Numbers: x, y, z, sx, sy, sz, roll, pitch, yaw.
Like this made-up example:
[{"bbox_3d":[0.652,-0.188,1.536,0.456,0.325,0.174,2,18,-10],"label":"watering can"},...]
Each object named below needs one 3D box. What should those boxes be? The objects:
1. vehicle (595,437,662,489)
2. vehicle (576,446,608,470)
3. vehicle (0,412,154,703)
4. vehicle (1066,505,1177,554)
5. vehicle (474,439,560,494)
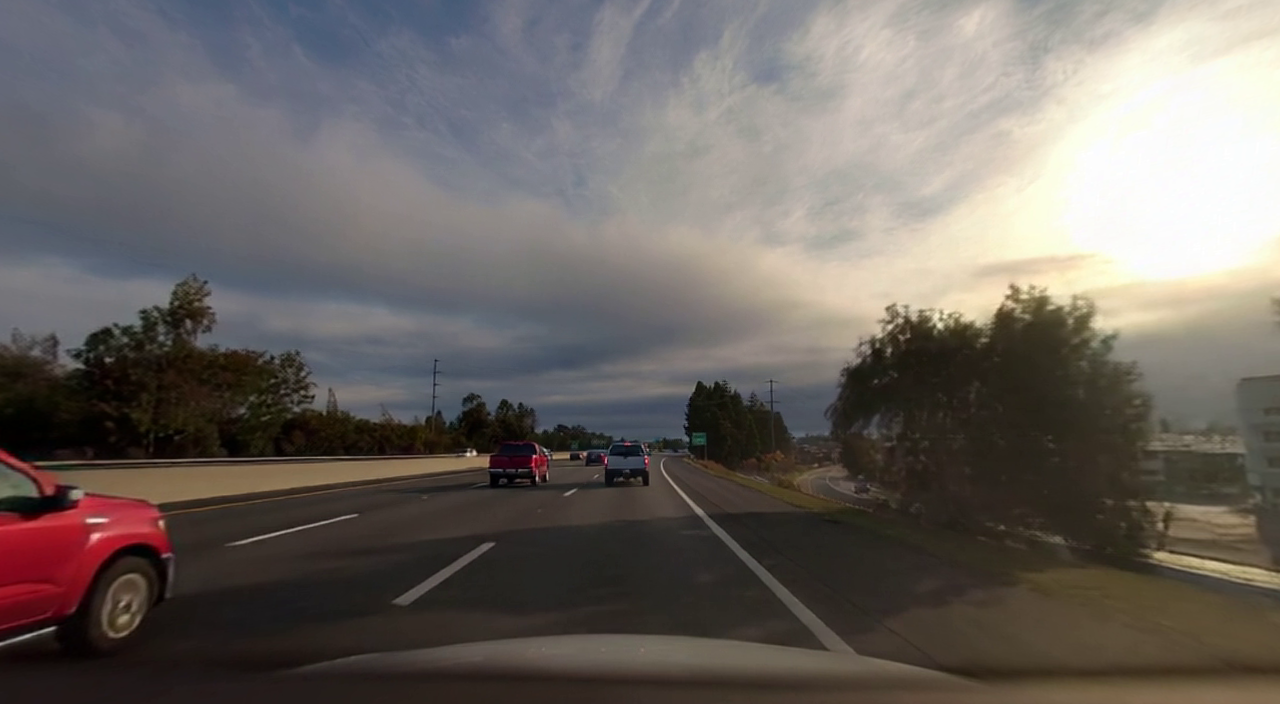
[{"bbox_3d":[-0.342,4.136,23.911,2.293,1.753,4.380,0,-8,1],"label":"vehicle"},{"bbox_3d":[-3.743,8.308,49.904,1.991,1.776,4.333,0,-8,2],"label":"vehicle"},{"bbox_3d":[-4.111,0.845,1.803,1.936,1.470,4.402,0,-8,0],"label":"vehicle"},{"bbox_3d":[22.471,8.277,29.744,1.956,1.594,4.425,0,-8,5],"label":"vehicle"},{"bbox_3d":[-4.242,4.038,22.779,2.038,1.704,5.181,0,-8,0],"label":"vehicle"}]
